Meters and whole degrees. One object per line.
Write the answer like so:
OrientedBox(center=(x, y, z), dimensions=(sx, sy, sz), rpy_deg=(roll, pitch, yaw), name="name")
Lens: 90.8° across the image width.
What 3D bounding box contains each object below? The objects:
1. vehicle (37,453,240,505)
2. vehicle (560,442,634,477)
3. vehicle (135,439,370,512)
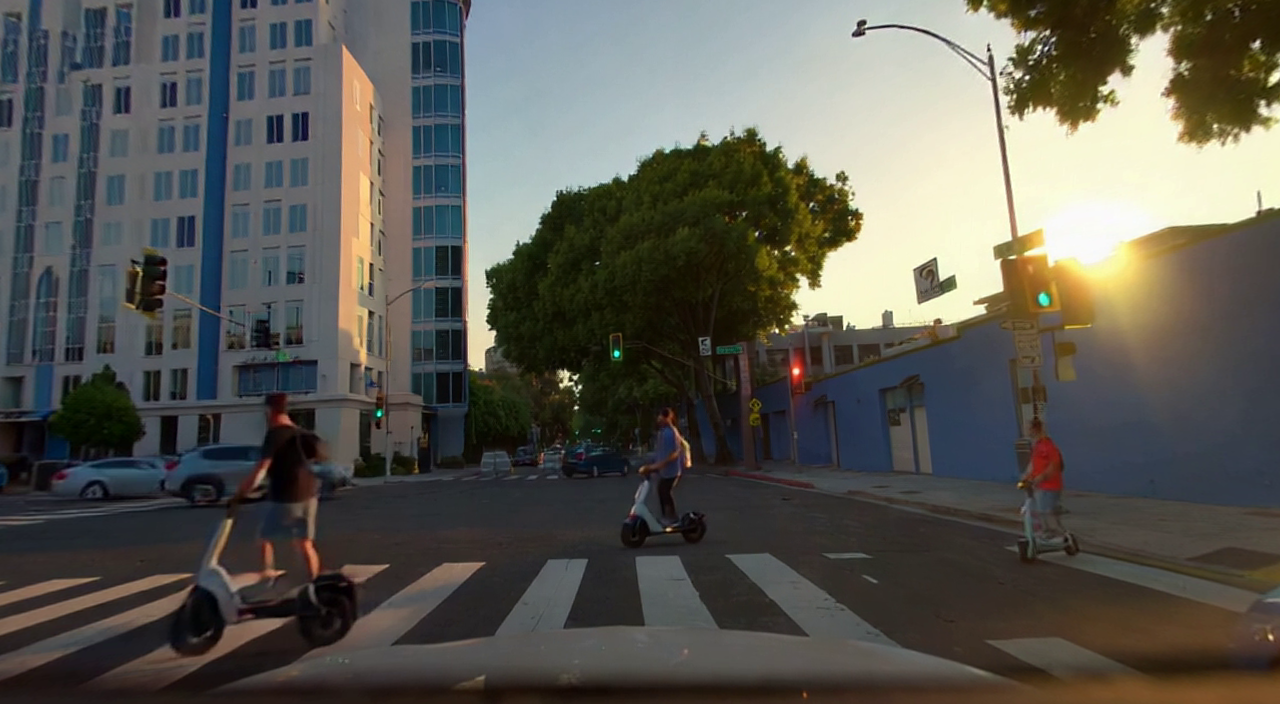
OrientedBox(center=(-15.635, 3.949, 19.985), dimensions=(4.485, 1.463, 2.075), rpy_deg=(1, -9, -9), name="vehicle")
OrientedBox(center=(-2.078, 5.414, 32.126), dimensions=(2.051, 1.616, 4.641), rpy_deg=(-3, -9, 20), name="vehicle")
OrientedBox(center=(-10.016, 3.200, 16.824), dimensions=(4.802, 1.724, 2.122), rpy_deg=(2, -9, -13), name="vehicle")
